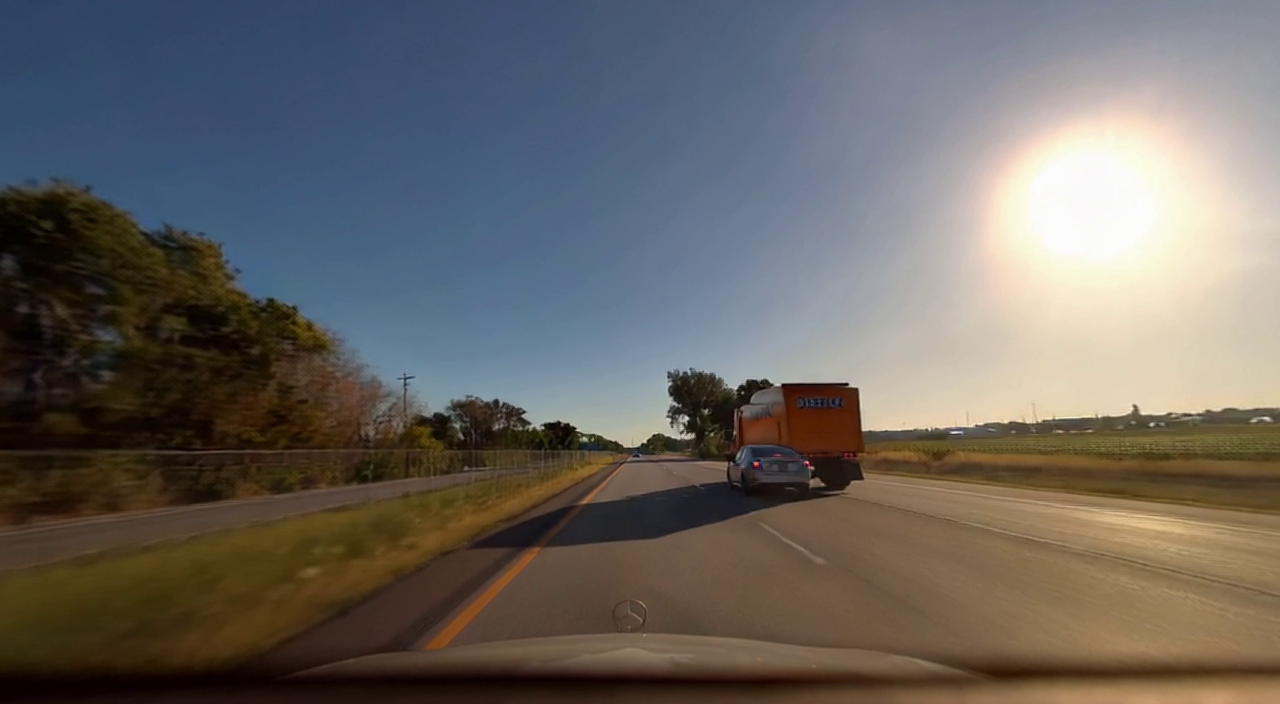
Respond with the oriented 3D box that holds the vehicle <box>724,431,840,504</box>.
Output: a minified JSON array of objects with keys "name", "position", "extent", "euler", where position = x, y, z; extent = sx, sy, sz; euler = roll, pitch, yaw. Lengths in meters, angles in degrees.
[{"name":"vehicle","position":[3.711,3.113,17.333],"extent":[2.093,1.742,4.167],"euler":[0,-9,-1]}]

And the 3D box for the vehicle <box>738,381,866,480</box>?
[{"name":"vehicle","position":[7.994,4.426,34.000],"extent":[3.088,4.217,14.033],"euler":[0,-9,0]}]
